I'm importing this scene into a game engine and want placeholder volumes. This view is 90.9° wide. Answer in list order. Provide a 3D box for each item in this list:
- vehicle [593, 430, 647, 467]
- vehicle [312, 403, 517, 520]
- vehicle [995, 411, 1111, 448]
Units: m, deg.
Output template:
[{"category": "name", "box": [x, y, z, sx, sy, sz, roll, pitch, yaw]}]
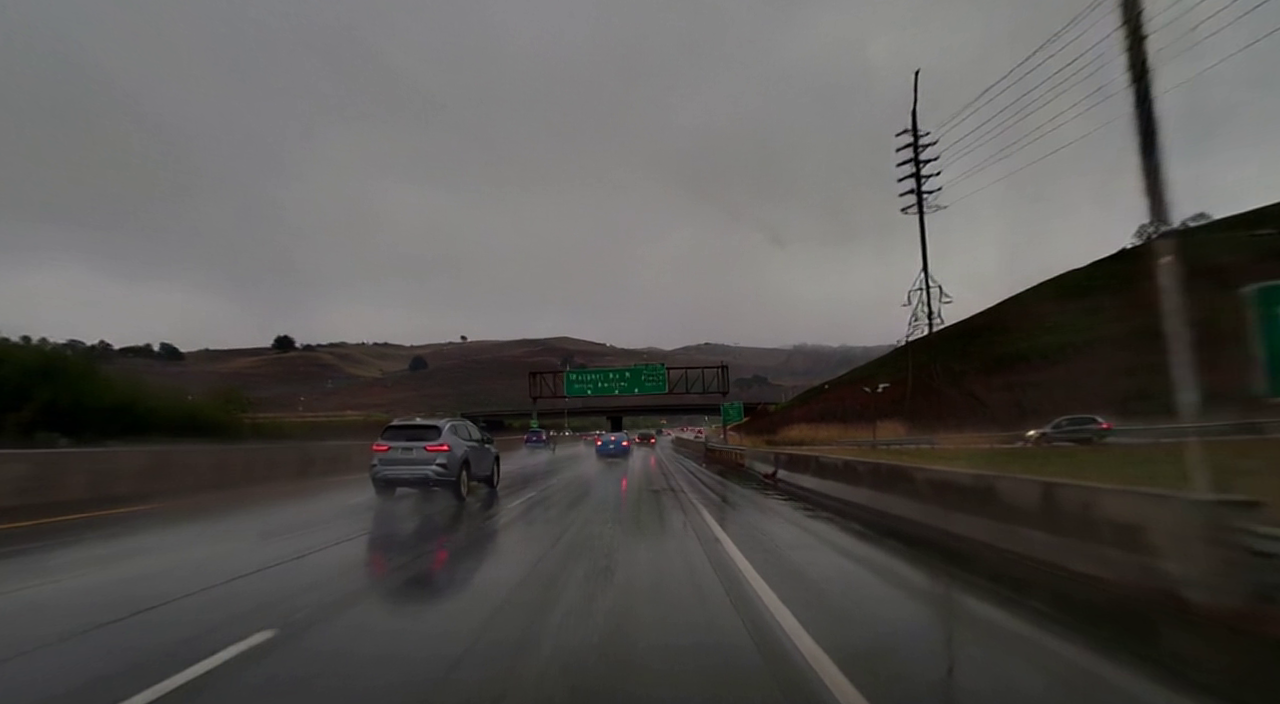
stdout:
[{"category": "vehicle", "box": [-0.891, 4.638, 30.361, 2.193, 1.651, 3.946, -1, -8, 4]}, {"category": "vehicle", "box": [-4.081, 2.109, 12.536, 2.228, 1.845, 4.847, 0, -8, 1]}, {"category": "vehicle", "box": [31.060, 5.923, 47.554, 6.876, 2.571, 2.571, -7, -11, 39]}]
